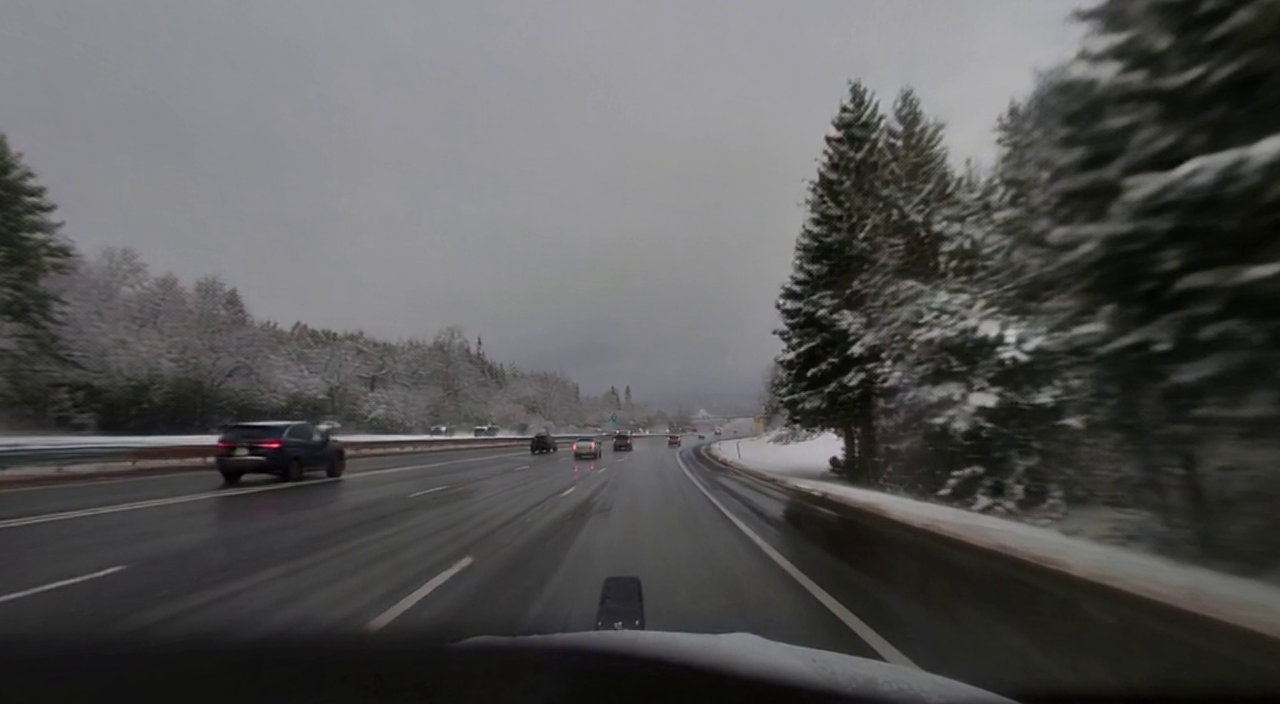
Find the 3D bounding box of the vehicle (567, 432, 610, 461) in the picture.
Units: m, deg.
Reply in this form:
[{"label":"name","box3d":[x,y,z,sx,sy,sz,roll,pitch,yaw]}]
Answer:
[{"label":"vehicle","box3d":[-3.098,5.781,38.691,2.035,1.673,4.469,0,-8,3]}]

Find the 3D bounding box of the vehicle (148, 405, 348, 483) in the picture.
[{"label":"vehicle","box3d":[-11.338,2.756,18.927,2.264,1.980,5.574,0,-8,2]}]

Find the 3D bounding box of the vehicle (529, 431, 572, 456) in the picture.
[{"label":"vehicle","box3d":[-6.287,6.509,44.629,2.108,1.686,4.556,0,-8,4]}]
